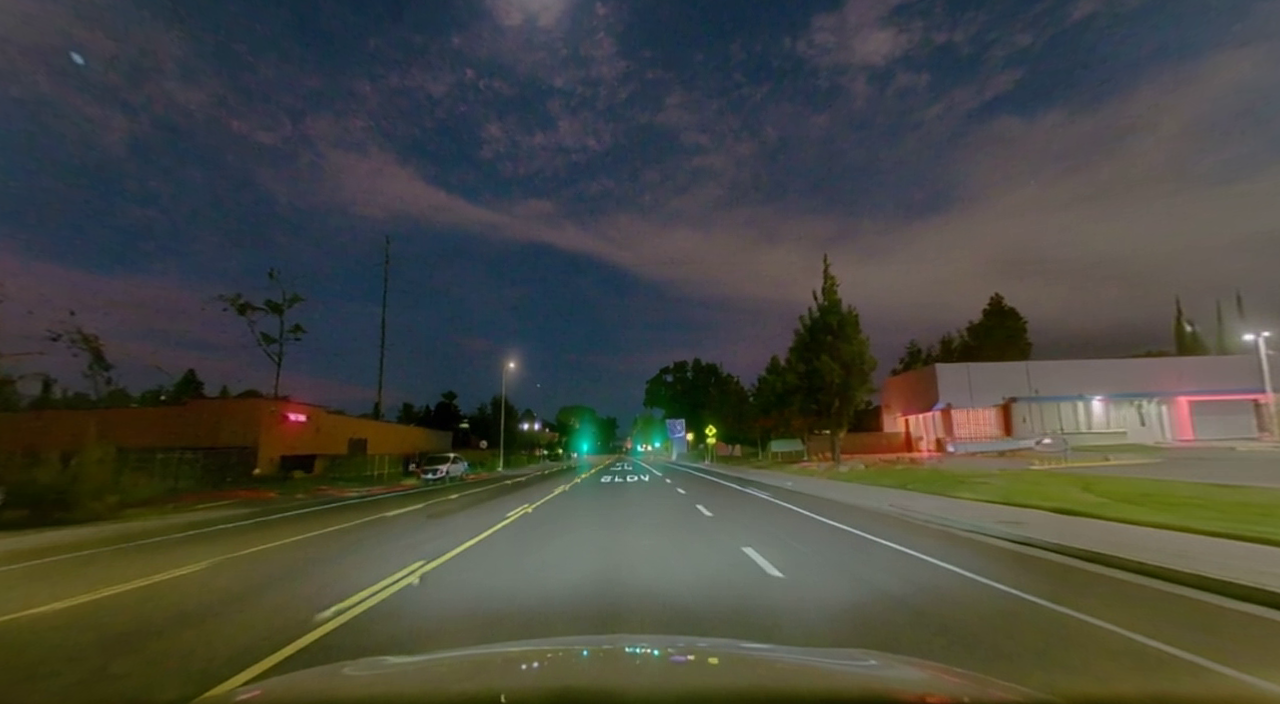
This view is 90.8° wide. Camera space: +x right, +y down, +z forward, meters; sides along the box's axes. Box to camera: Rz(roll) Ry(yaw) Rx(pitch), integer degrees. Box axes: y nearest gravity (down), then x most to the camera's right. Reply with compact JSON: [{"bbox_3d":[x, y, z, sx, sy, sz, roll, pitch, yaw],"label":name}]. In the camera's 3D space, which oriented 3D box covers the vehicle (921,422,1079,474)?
[{"bbox_3d":[12.604,3.413,22.424,4.554,1.668,1.974,-5,-10,27],"label":"vehicle"}]
